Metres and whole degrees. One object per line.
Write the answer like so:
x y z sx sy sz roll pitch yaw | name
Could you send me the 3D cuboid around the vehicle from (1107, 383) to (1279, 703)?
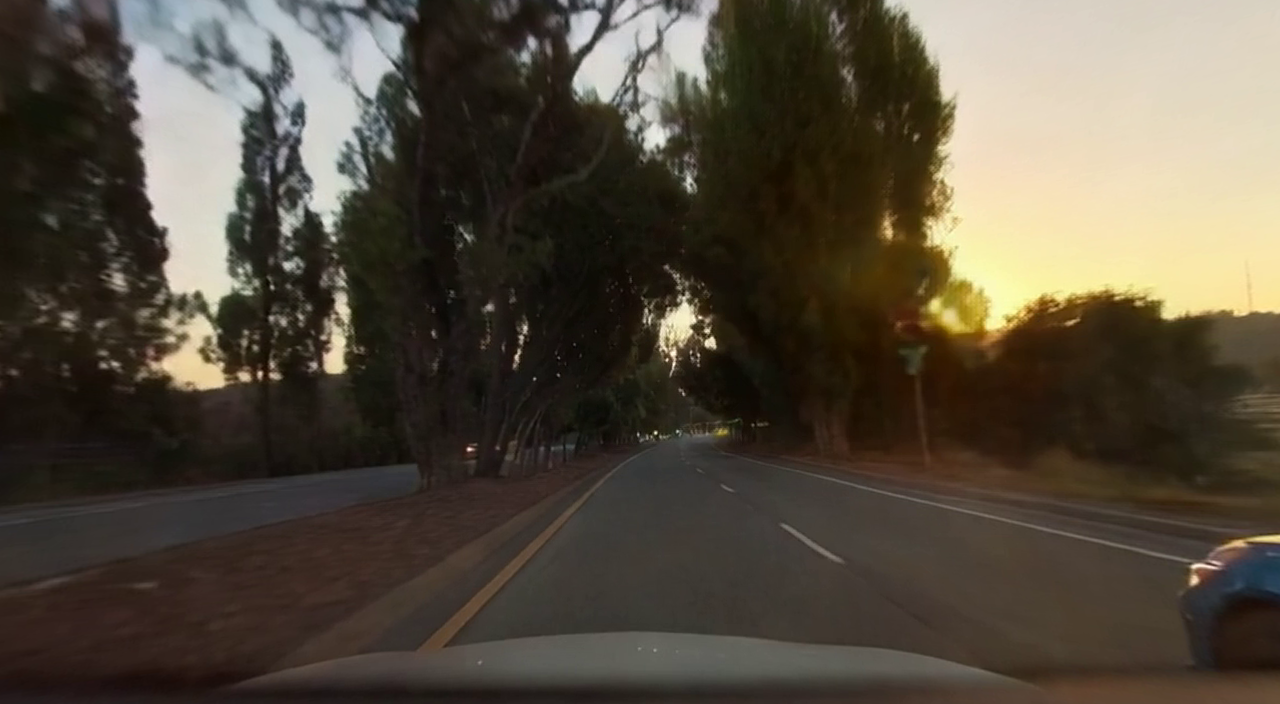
3.505 0.646 0.893 2.061 1.503 4.823 0 -8 1 | vehicle
